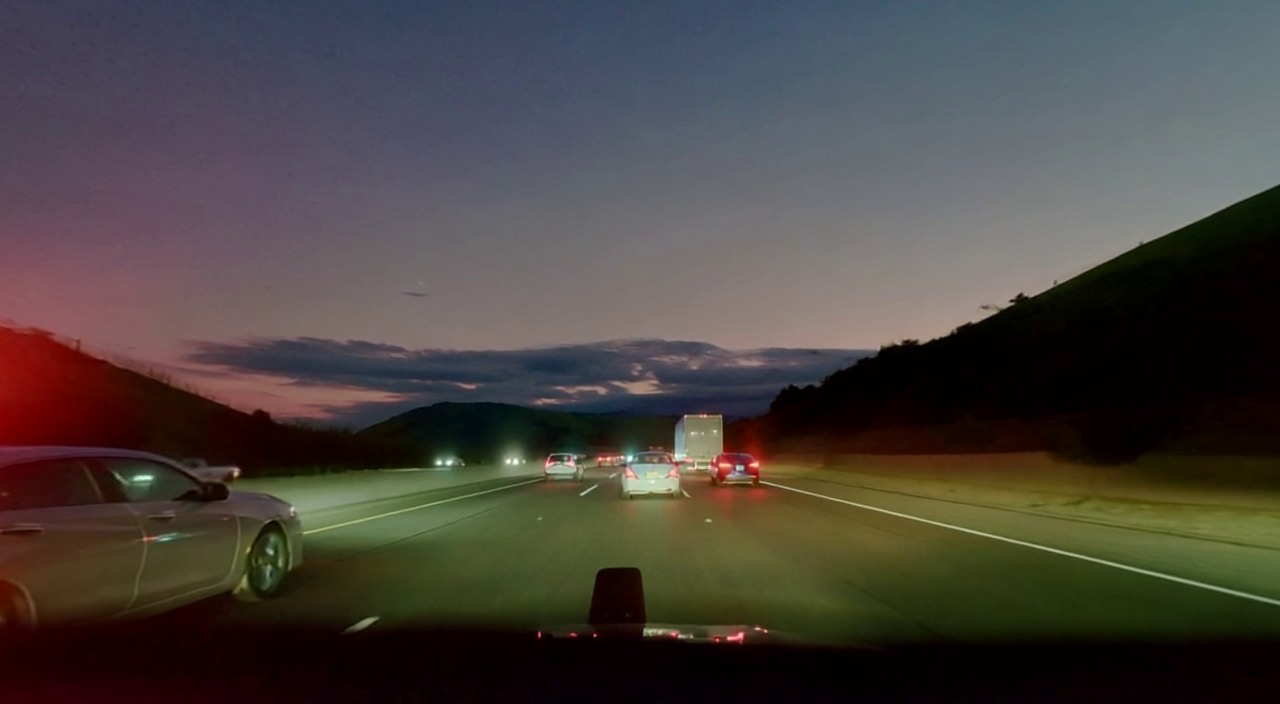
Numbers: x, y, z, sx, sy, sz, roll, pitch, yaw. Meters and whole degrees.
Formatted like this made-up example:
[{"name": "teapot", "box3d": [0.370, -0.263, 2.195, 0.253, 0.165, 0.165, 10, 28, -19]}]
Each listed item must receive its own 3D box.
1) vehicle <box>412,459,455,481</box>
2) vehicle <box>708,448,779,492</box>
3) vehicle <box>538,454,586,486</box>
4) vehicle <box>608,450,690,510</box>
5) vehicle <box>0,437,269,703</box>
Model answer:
[{"name": "vehicle", "box3d": [-14.918, 8.529, 45.719, 1.758, 1.421, 3.735, -1, -9, 2]}, {"name": "vehicle", "box3d": [4.019, 4.657, 25.309, 2.029, 1.579, 4.484, 0, -9, -1]}, {"name": "vehicle", "box3d": [-3.794, 5.808, 31.336, 1.848, 1.486, 3.832, 0, -9, 1]}, {"name": "vehicle", "box3d": [0.235, 3.486, 17.573, 2.041, 1.484, 3.535, 0, -9, 0]}, {"name": "vehicle", "box3d": [-4.373, 1.237, 3.457, 1.920, 1.506, 4.454, 0, -9, 1]}]
